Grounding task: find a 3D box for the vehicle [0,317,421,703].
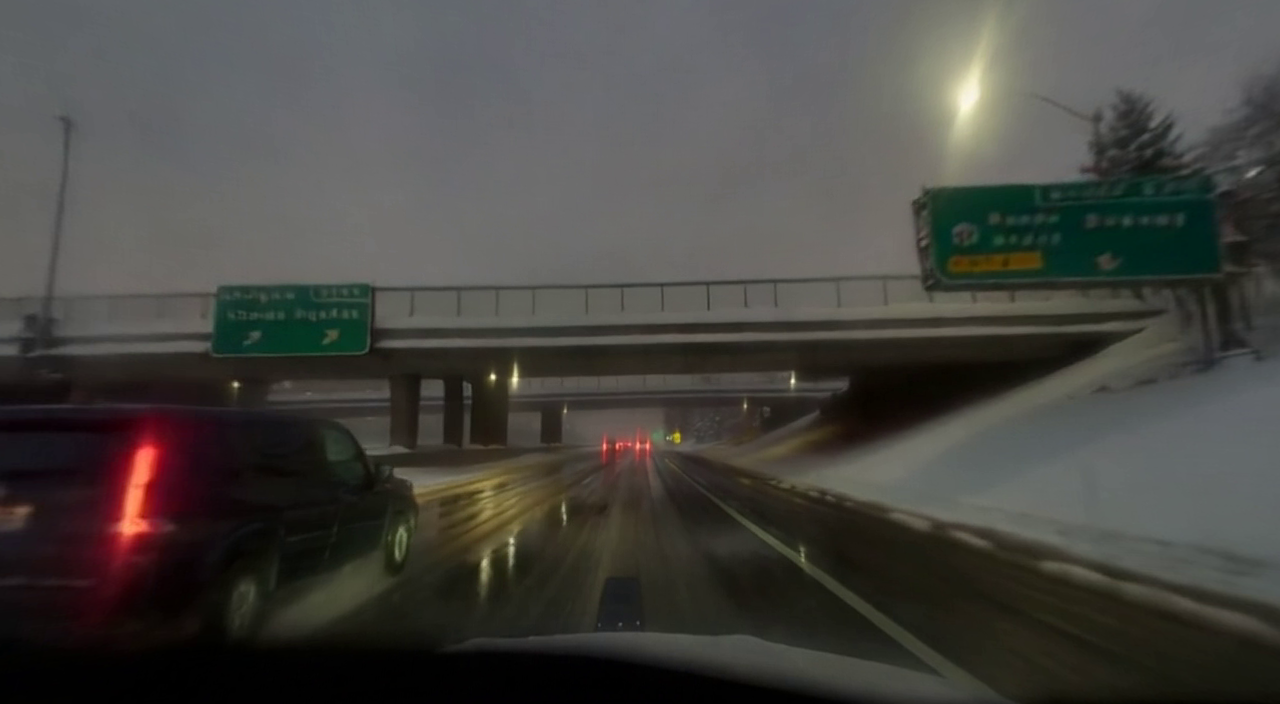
[{"bbox_3d":[-3.319,0.998,3.867,2.203,1.734,4.600,0,-9,1],"label":"vehicle"}]
